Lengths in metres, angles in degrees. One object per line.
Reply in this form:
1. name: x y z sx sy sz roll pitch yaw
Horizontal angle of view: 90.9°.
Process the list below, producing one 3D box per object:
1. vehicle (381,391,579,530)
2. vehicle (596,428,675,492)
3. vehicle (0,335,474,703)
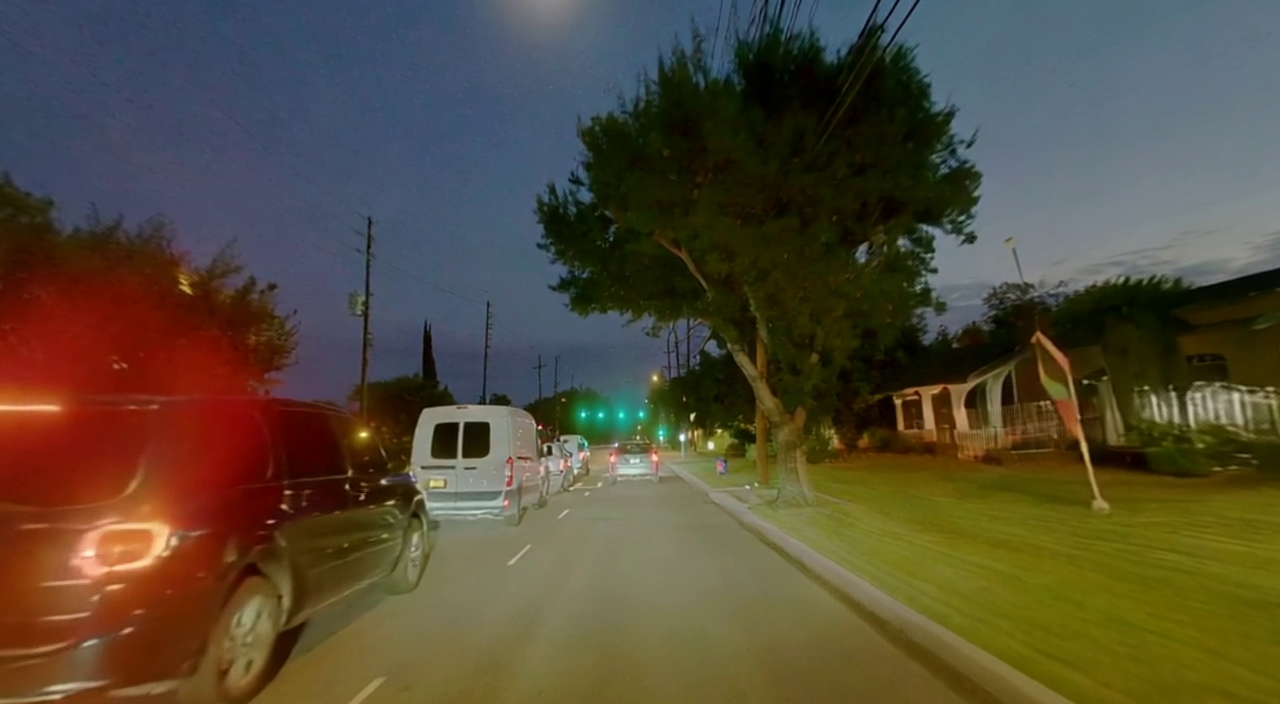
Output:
1. vehicle: -2.799 2.127 12.796 2.411 2.185 5.544 0 -9 2
2. vehicle: -0.124 3.232 19.081 2.120 1.718 3.909 0 -9 0
3. vehicle: -2.842 1.106 4.333 2.105 1.709 4.251 0 -9 2
